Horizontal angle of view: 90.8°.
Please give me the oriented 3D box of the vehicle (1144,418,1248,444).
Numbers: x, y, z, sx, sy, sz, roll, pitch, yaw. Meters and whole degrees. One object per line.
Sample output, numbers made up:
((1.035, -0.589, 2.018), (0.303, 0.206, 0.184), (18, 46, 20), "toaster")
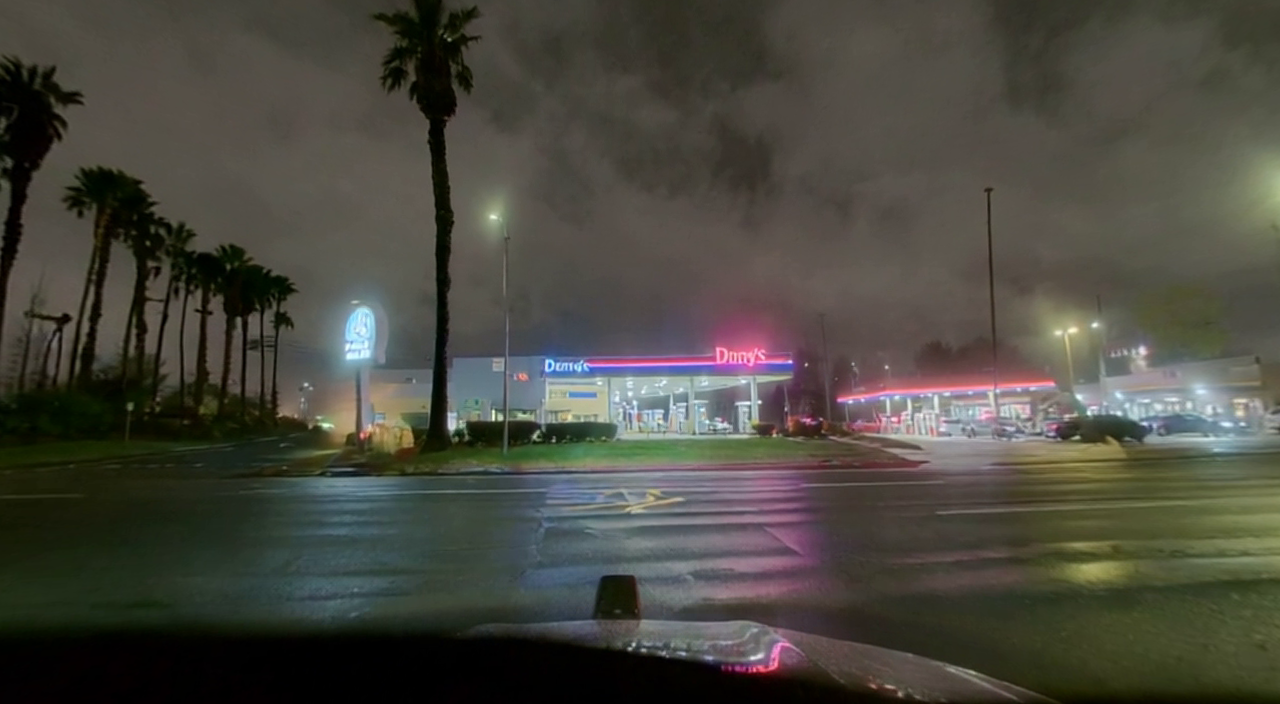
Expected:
((33.863, 4.853, 38.656), (1.805, 1.466, 4.641), (1, -8, -8), "vehicle")

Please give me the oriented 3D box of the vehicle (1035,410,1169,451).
((21.997, 3.709, 30.191), (4.880, 1.754, 2.202), (-1, -5, -6), "vehicle")
